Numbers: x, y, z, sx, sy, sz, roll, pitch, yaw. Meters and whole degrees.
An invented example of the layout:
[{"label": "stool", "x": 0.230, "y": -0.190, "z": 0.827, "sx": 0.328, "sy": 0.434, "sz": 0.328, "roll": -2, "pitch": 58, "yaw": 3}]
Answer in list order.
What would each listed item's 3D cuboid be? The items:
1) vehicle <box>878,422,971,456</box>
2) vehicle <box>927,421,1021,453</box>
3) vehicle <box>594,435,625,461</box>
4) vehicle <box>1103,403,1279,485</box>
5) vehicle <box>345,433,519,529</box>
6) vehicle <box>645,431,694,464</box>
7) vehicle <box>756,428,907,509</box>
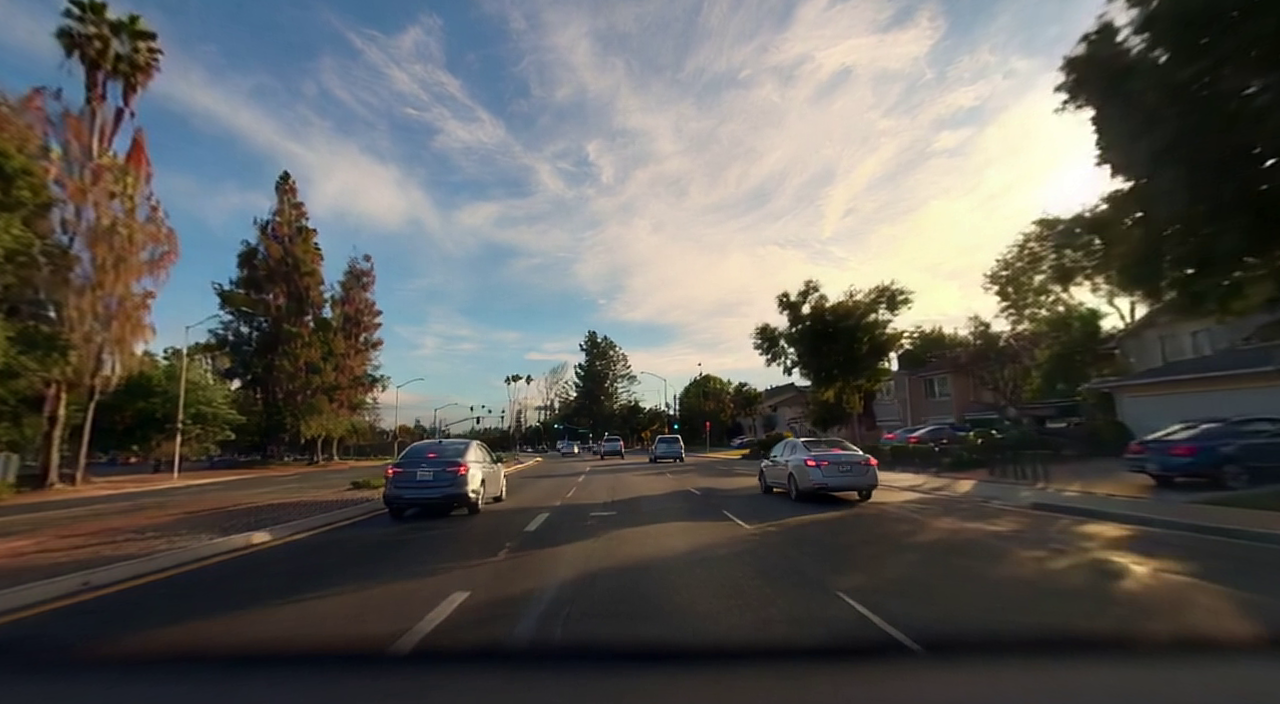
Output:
[{"label": "vehicle", "x": 15.183, "y": 4.719, "z": 33.979, "sx": 1.978, "sy": 1.669, "sz": 4.515, "roll": 2, "pitch": -9, "yaw": -17}, {"label": "vehicle", "x": 18.580, "y": 4.784, "z": 35.354, "sx": 1.983, "sy": 1.676, "sz": 4.326, "roll": 3, "pitch": -9, "yaw": -19}, {"label": "vehicle", "x": -2.390, "y": 7.384, "z": 48.425, "sx": 2.164, "sy": 1.867, "sz": 4.254, "roll": 0, "pitch": -9, "yaw": -5}, {"label": "vehicle", "x": 13.410, "y": 2.060, "z": 14.236, "sx": 4.408, "sy": 1.673, "sz": 1.969, "roll": 0, "pitch": -9, "yaw": -3}, {"label": "vehicle", "x": -3.664, "y": 2.335, "z": 12.037, "sx": 1.924, "sy": 1.473, "sz": 4.200, "roll": 0, "pitch": -8, "yaw": -1}, {"label": "vehicle", "x": 1.781, "y": 6.067, "z": 40.246, "sx": 2.391, "sy": 1.960, "sz": 5.600, "roll": 0, "pitch": -9, "yaw": -5}, {"label": "vehicle", "x": 3.968, "y": 2.487, "z": 13.903, "sx": 1.870, "sy": 1.491, "sz": 4.009, "roll": 0, "pitch": -9, "yaw": -3}]
